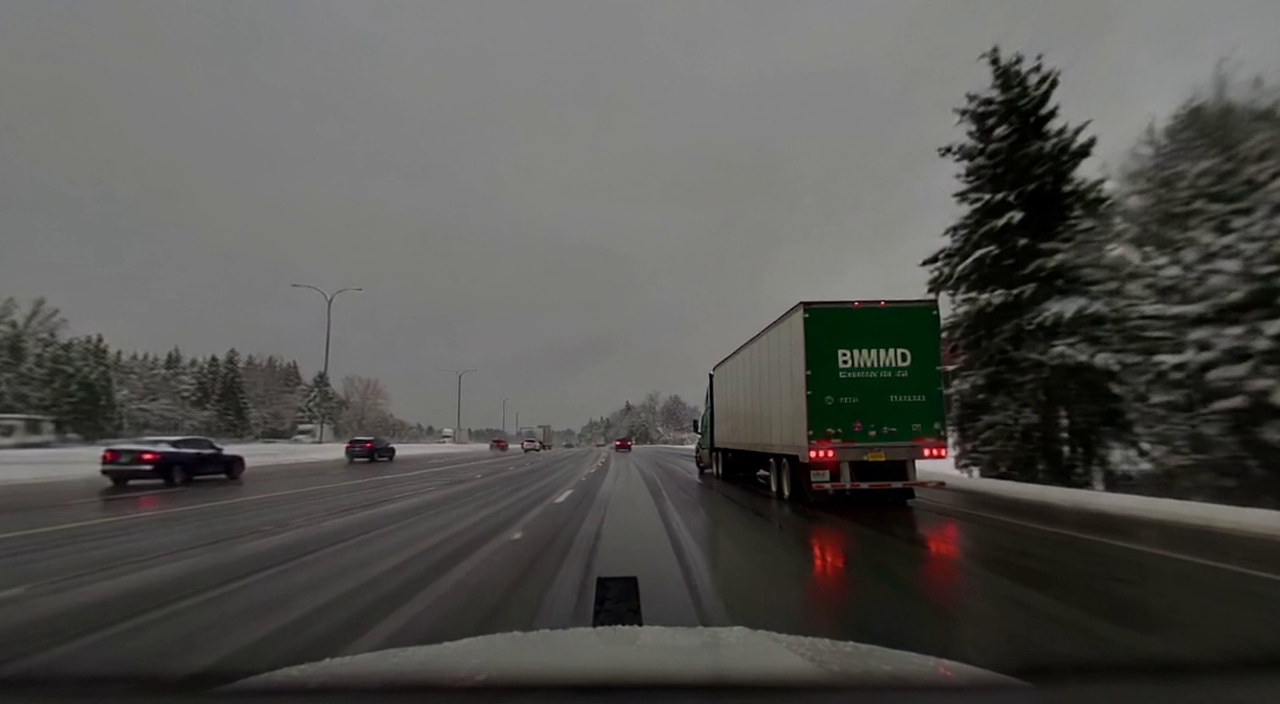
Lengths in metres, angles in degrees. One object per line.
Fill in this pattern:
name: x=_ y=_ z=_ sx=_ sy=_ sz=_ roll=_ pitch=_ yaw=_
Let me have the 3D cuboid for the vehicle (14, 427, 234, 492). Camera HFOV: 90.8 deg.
vehicle: x=-14.731 y=3.111 z=18.610 sx=1.970 sy=1.618 sz=5.364 roll=0 pitch=-8 yaw=0

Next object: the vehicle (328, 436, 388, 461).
vehicle: x=-18.473 y=6.362 z=41.580 sx=1.913 sy=1.540 sz=4.540 roll=0 pitch=-8 yaw=-1

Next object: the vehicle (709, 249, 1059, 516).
vehicle: x=4.361 y=1.486 z=16.777 sx=2.891 sy=3.944 sz=15.051 roll=0 pitch=-8 yaw=-2
